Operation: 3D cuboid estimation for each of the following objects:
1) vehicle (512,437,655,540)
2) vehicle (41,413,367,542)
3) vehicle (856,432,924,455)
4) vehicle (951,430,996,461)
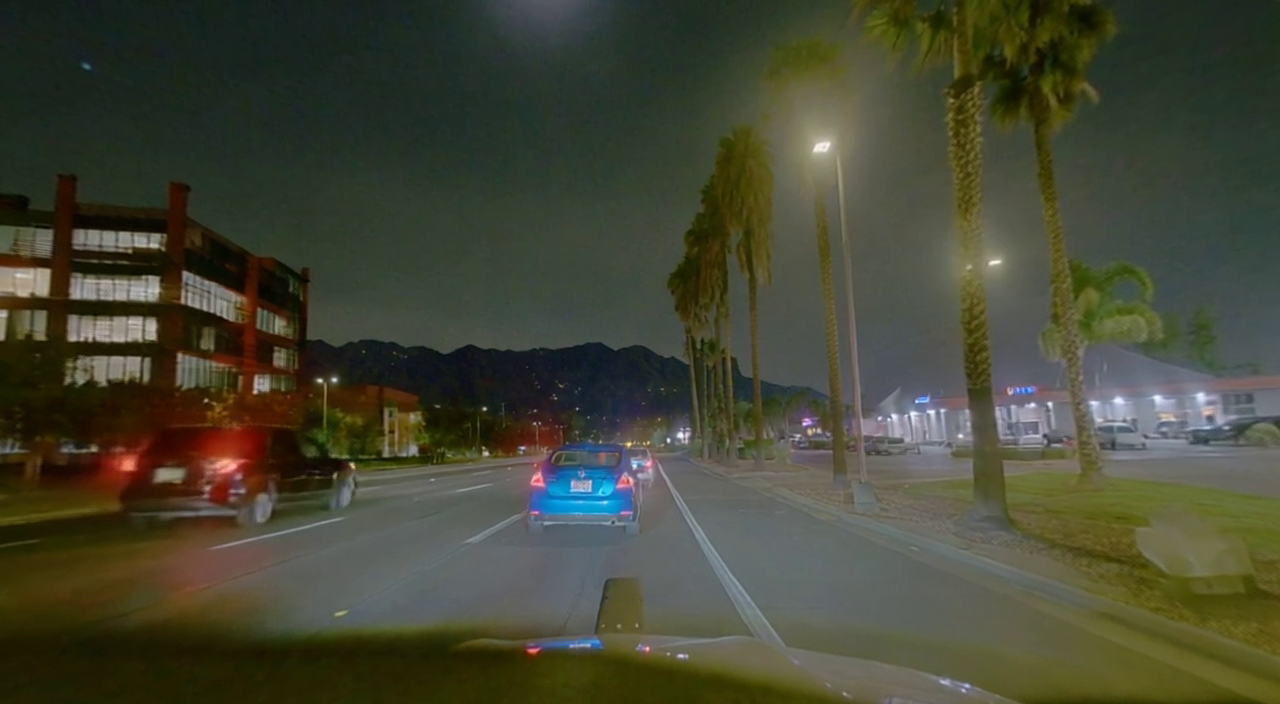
[{"bbox_3d":[-0.915,2.277,11.175,2.067,1.459,3.886,0,-9,-3],"label":"vehicle"},{"bbox_3d":[-7.652,2.271,12.125,2.400,1.900,5.325,0,-8,1],"label":"vehicle"},{"bbox_3d":[19.136,7.012,48.528,1.925,1.652,4.490,6,-10,-35],"label":"vehicle"},{"bbox_3d":[18.265,5.142,34.690,1.961,1.526,4.640,-4,-10,26],"label":"vehicle"}]
